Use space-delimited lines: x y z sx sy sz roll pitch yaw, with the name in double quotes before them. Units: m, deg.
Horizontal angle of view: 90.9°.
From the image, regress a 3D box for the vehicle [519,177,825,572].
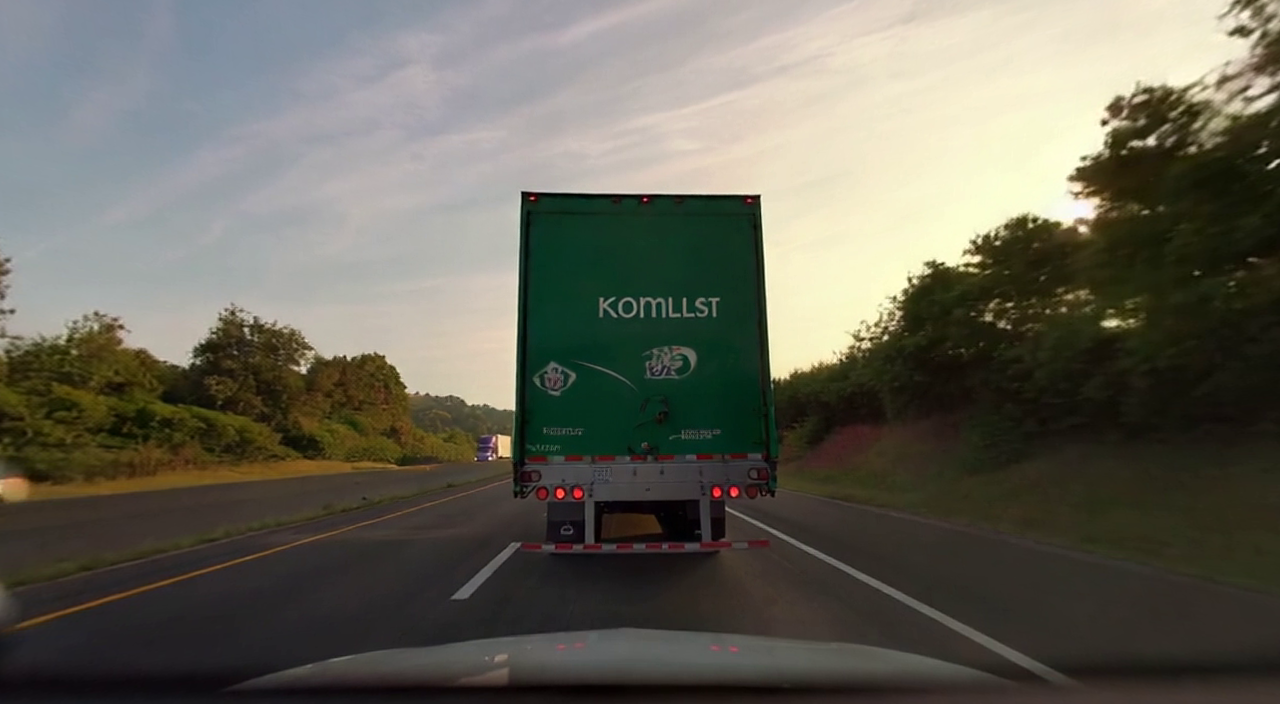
"vehicle" 0.160 1.282 14.091 3.230 4.377 14.405 0 -9 -1
